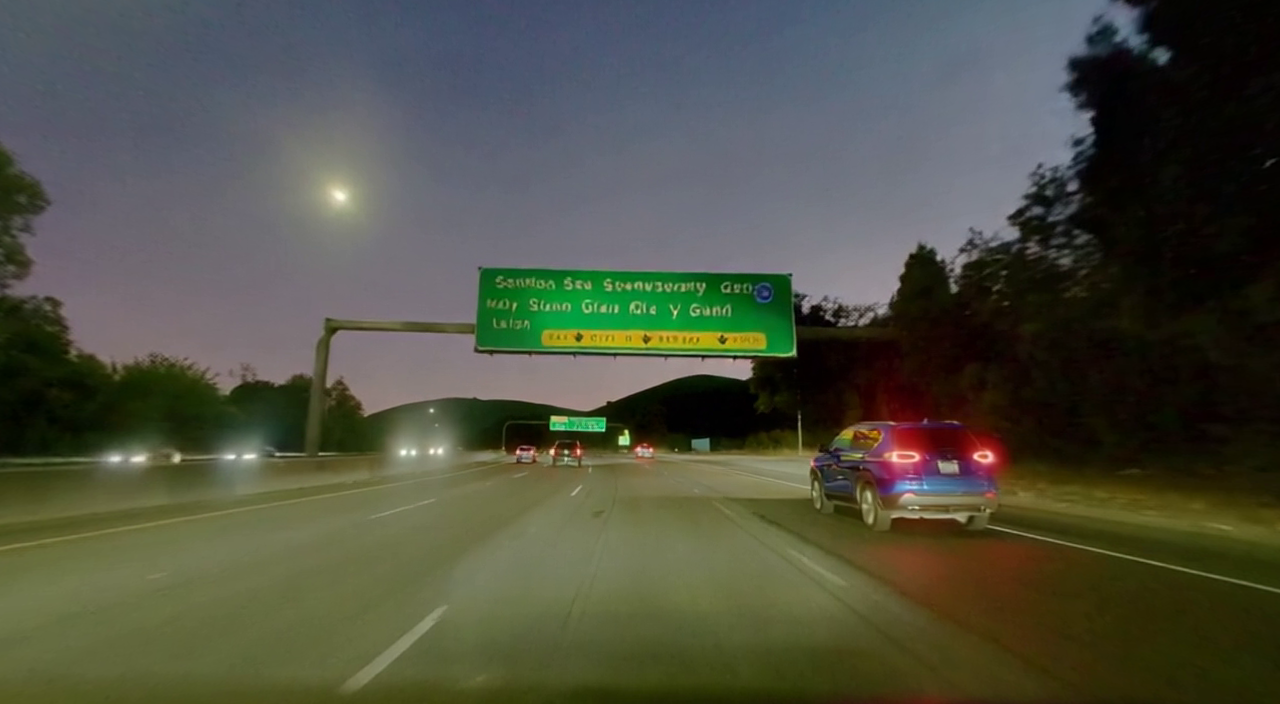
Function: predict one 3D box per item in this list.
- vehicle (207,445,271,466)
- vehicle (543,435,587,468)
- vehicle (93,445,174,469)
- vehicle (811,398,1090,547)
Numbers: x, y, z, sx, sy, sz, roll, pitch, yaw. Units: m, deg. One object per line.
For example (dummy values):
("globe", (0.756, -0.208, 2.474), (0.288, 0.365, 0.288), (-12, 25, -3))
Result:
("vehicle", (-29.844, 7.681, 47.178), (1.954, 1.483, 4.712), (1, -9, -4))
("vehicle", (-5.066, 6.863, 43.649), (2.537, 2.121, 5.251), (0, -9, -2))
("vehicle", (-32.587, 6.774, 40.806), (2.008, 1.479, 3.987), (1, -9, -3))
("vehicle", (4.660, 1.919, 10.603), (2.103, 1.903, 4.837), (0, -9, -2))
